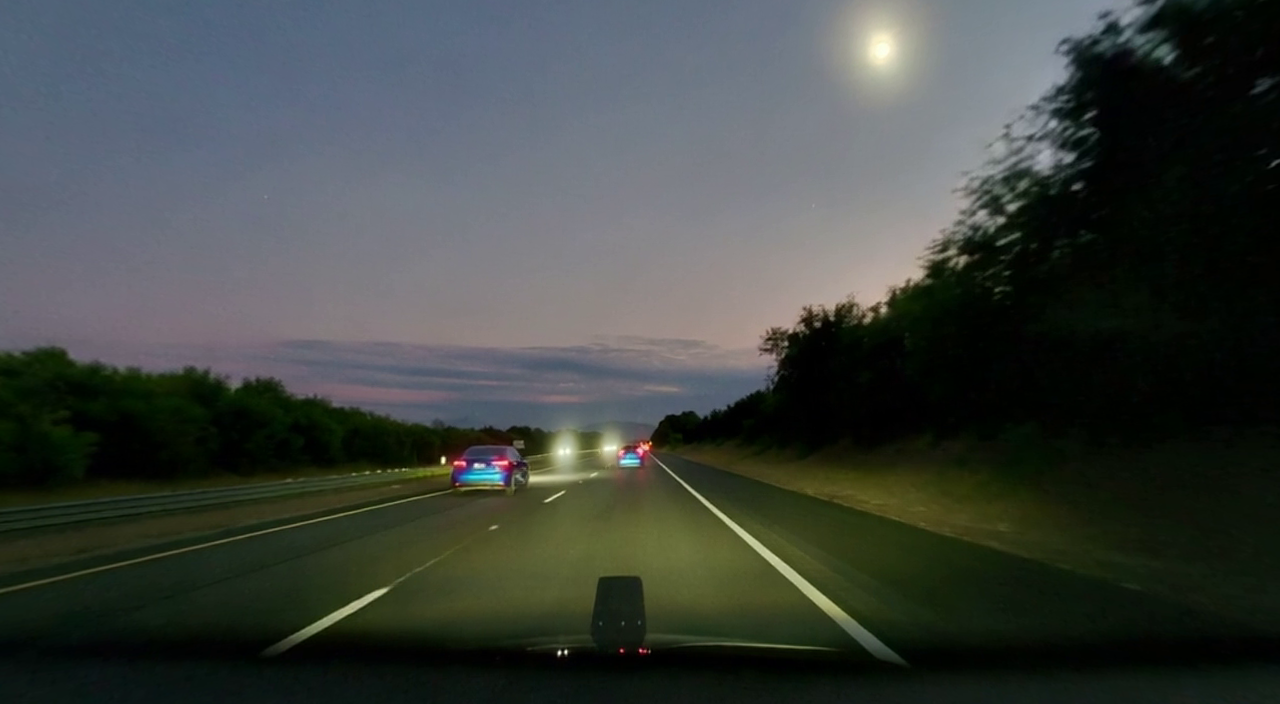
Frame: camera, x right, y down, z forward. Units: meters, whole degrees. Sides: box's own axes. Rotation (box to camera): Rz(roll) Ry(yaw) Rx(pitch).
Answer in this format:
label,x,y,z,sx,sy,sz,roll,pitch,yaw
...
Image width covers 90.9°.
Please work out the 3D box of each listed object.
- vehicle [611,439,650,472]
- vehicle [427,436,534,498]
label,x,y,z,sx,sy,sz,roll,pitch,yaw
vehicle,-0.561,5.922,36.223,2.126,1.786,3.958,0,-9,-1
vehicle,-4.690,3.453,19.287,2.113,1.656,4.215,0,-9,1
